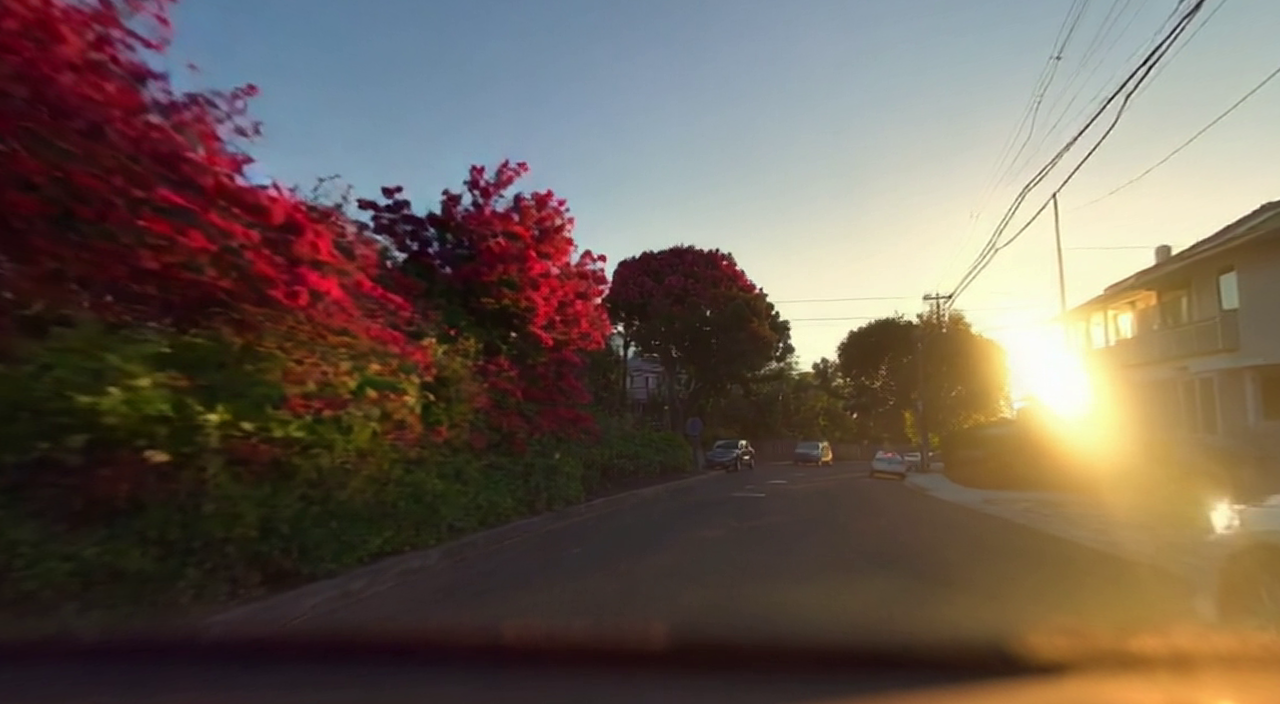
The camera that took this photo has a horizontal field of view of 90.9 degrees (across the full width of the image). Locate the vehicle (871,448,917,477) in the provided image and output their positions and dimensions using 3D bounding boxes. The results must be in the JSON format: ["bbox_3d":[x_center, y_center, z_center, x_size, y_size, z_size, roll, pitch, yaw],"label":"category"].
[{"bbox_3d":[14.414,6.220,35.782,2.151,1.468,5.066,-4,-9,21],"label":"vehicle"}]

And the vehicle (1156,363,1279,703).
[{"bbox_3d":[4.372,0.730,1.496,2.311,1.909,5.570,-2,-8,10],"label":"vehicle"}]
